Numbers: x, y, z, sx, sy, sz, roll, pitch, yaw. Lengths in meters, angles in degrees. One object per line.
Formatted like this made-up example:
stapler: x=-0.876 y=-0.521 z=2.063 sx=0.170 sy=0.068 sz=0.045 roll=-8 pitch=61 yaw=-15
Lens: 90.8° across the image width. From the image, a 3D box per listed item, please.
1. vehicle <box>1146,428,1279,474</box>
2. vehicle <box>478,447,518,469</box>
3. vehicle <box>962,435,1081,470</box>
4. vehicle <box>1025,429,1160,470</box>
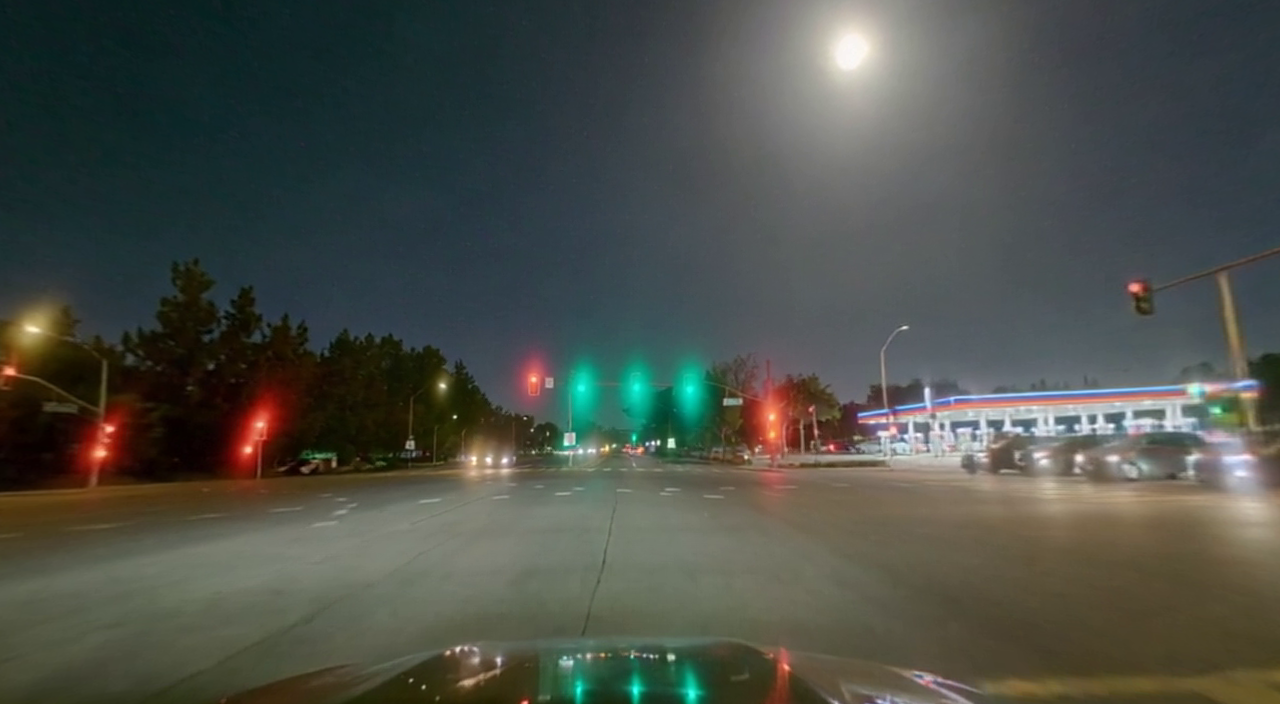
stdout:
vehicle: x=20.468 y=3.362 z=21.538 sx=4.615 sy=1.474 sz=2.004 roll=0 pitch=-8 yaw=1
vehicle: x=-10.764 y=8.043 z=48.147 sx=2.029 sy=1.452 sz=4.598 roll=-3 pitch=-9 yaw=-1
vehicle: x=20.370 y=5.365 z=33.907 sx=4.966 sy=1.778 sz=2.104 roll=0 pitch=-8 yaw=1
vehicle: x=19.820 y=4.291 z=27.823 sx=4.364 sy=1.737 sz=1.967 roll=0 pitch=-8 yaw=1
